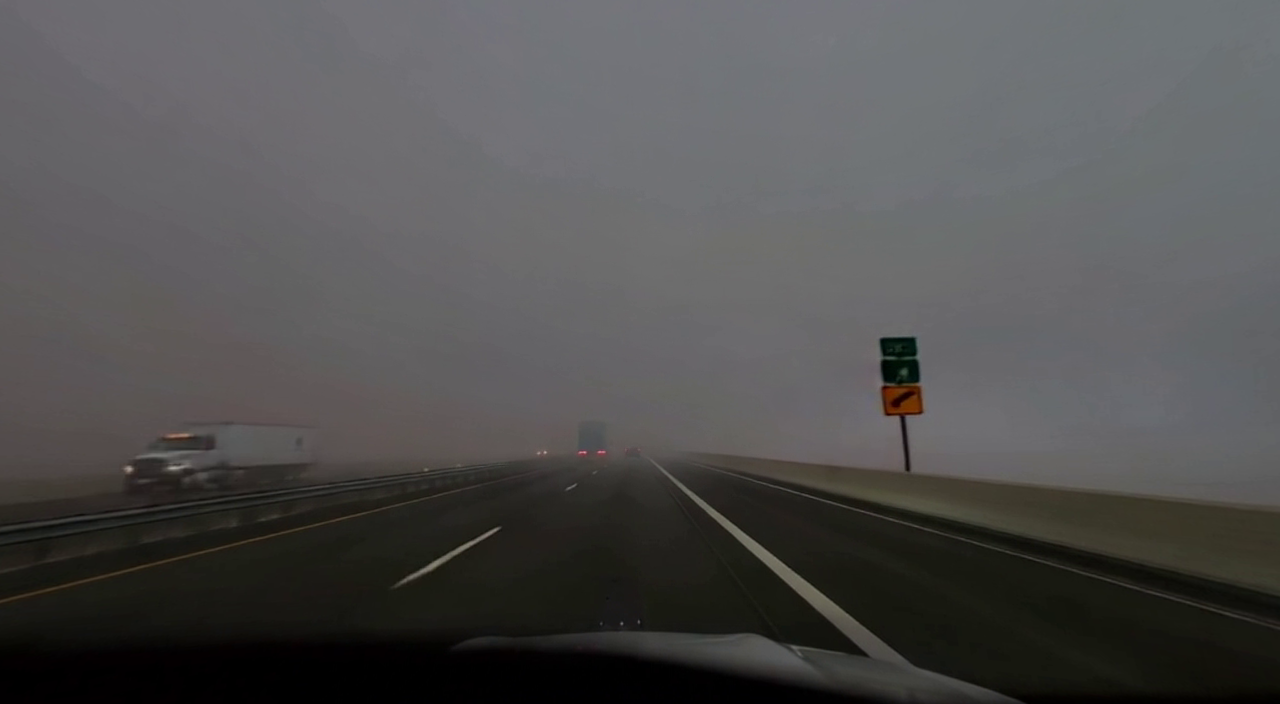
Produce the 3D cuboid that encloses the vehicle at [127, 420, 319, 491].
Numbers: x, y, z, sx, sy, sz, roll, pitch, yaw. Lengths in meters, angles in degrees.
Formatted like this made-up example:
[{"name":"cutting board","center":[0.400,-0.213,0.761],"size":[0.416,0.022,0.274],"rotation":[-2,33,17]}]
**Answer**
[{"name":"vehicle","center":[-24.219,6.184,38.167],"size":[2.973,3.482,12.931],"rotation":[0,-9,-1]}]
